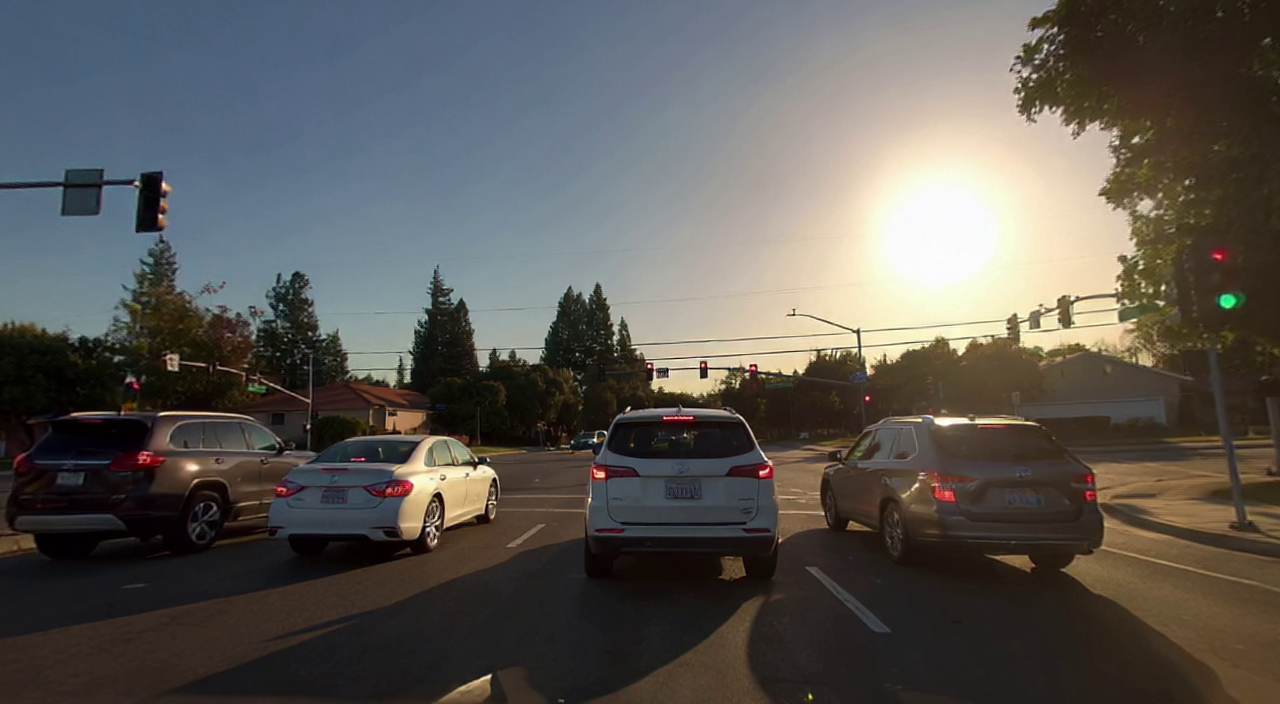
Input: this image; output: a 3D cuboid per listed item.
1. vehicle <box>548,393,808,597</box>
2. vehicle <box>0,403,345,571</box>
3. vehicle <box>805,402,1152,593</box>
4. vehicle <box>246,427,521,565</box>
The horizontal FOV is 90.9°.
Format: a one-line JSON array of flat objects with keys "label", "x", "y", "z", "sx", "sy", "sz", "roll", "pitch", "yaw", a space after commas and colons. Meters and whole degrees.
[{"label": "vehicle", "x": 0.393, "y": 1.522, "z": 7.522, "sx": 2.198, "sy": 1.708, "sz": 4.170, "roll": 0, "pitch": -8, "yaw": 2}, {"label": "vehicle", "x": -6.641, "y": 1.819, "z": 9.299, "sx": 2.075, "sy": 1.796, "sz": 4.785, "roll": 0, "pitch": -8, "yaw": 2}, {"label": "vehicle", "x": 3.529, "y": 1.594, "z": 7.779, "sx": 2.047, "sy": 1.638, "sz": 4.395, "roll": -1, "pitch": -8, "yaw": 4}, {"label": "vehicle", "x": -3.238, "y": 1.891, "z": 9.114, "sx": 1.885, "sy": 1.475, "sz": 4.359, "roll": -1, "pitch": -8, "yaw": 4}]
